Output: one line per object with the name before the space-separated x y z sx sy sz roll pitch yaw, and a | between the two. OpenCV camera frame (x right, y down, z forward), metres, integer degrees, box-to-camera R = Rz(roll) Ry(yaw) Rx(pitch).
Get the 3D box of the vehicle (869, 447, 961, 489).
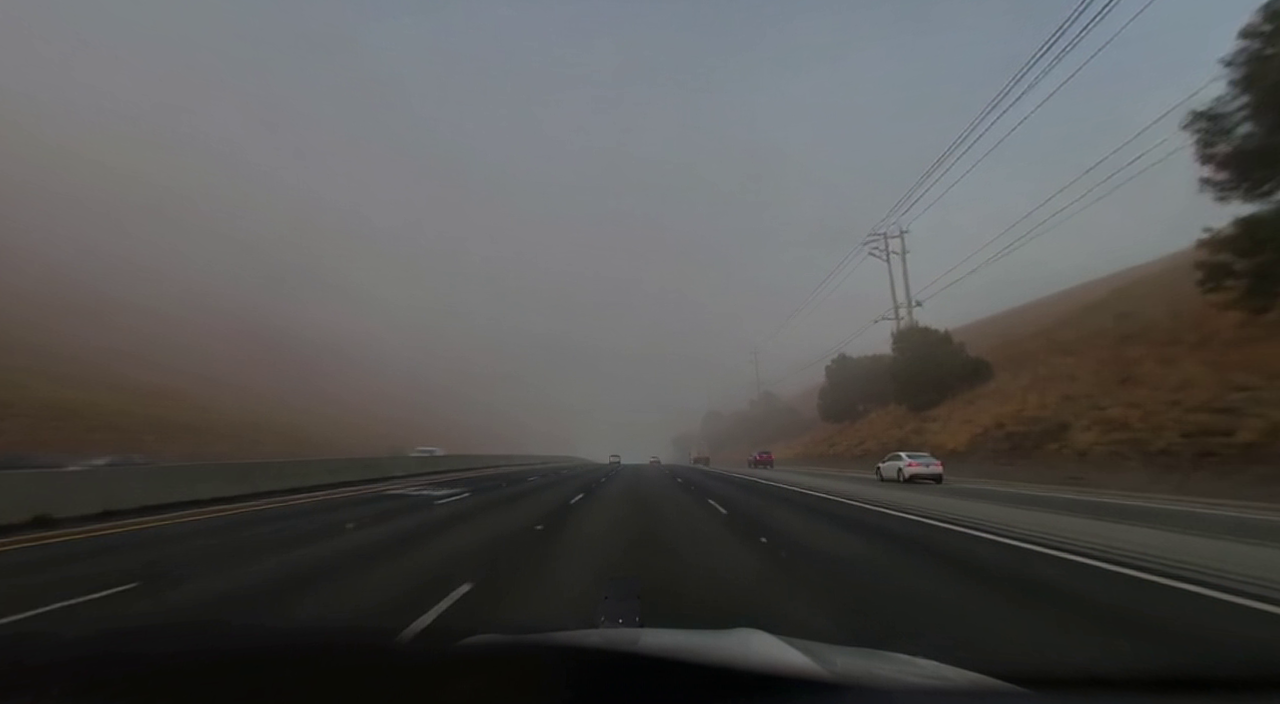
vehicle | 10.807 4.558 25.036 1.884 1.486 3.770 1 -8 -1
